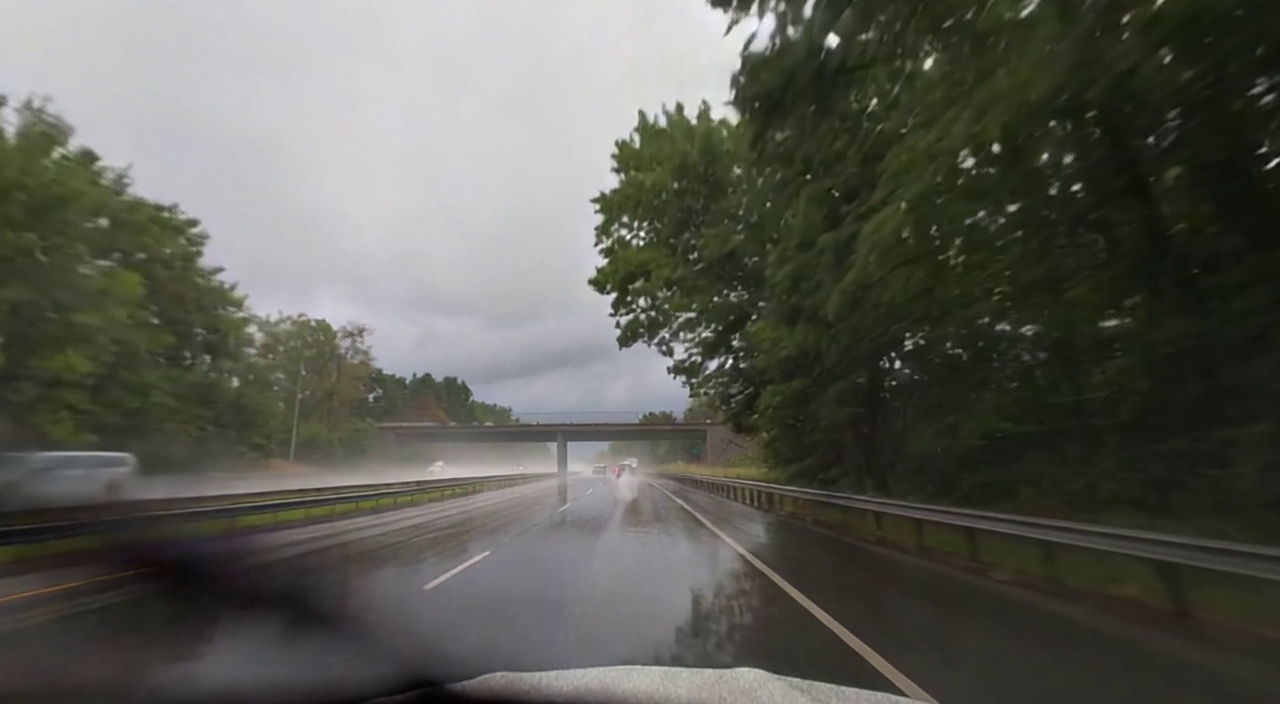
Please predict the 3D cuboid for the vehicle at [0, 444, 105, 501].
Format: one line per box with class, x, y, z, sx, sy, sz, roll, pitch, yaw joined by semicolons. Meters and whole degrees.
vehicle;-18.076;3.361;17.659;2.080;1.488;4.621;1;-11;0
